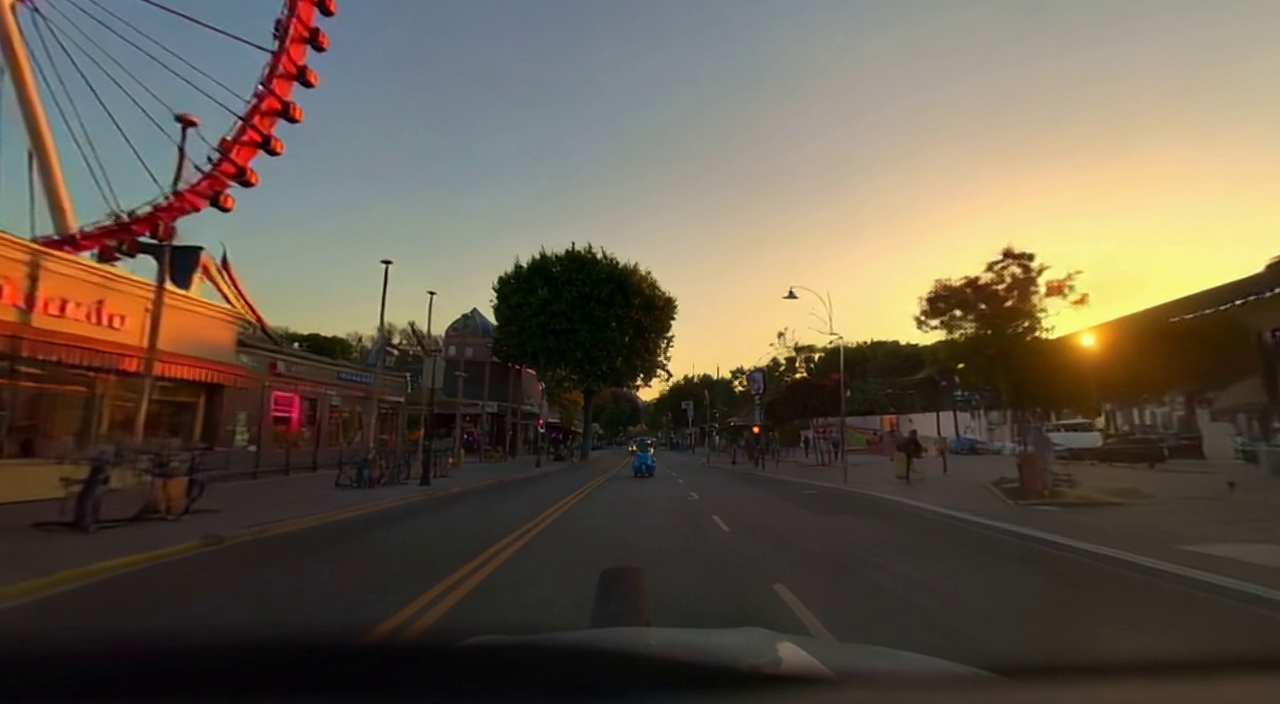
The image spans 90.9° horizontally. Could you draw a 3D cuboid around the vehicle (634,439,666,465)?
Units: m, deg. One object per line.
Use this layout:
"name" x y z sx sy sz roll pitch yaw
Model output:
"vehicle" 0.684 7.225 45.734 2.221 1.773 4.228 0 -9 0
